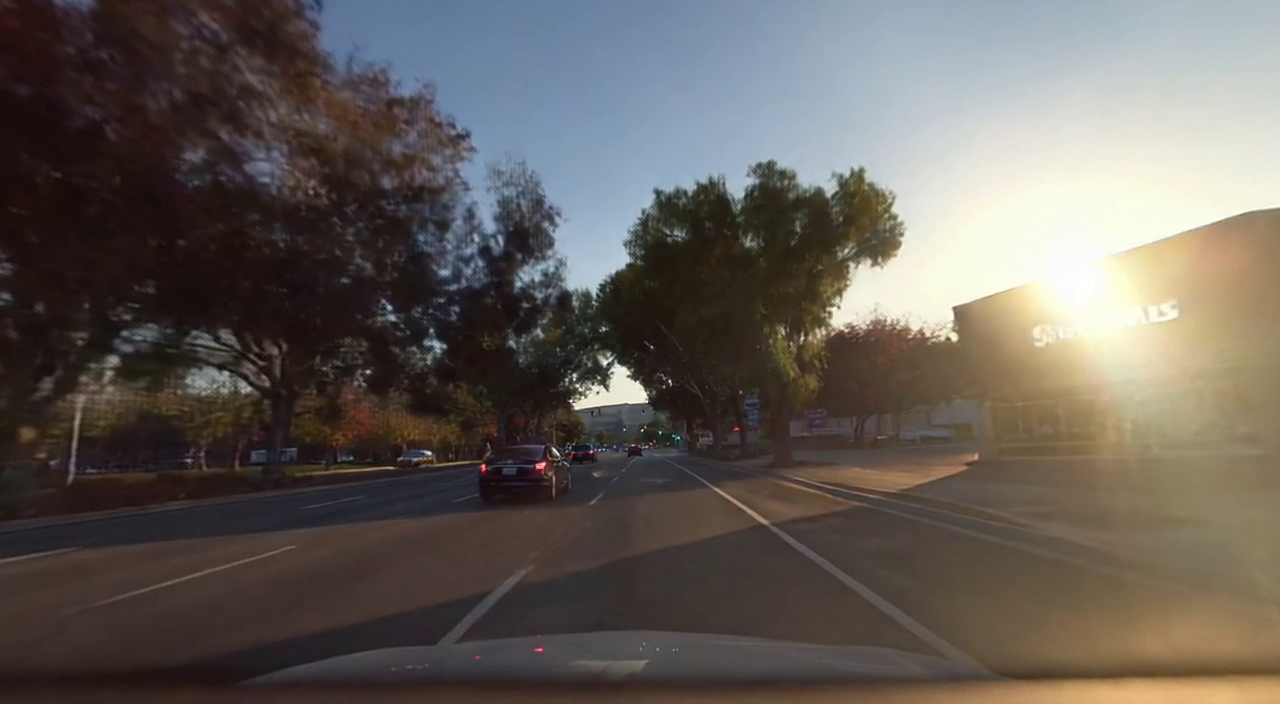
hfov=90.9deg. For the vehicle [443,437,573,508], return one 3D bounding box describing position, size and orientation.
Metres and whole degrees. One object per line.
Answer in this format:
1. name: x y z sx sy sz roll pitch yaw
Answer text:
1. vehicle: -3.033 2.883 15.553 2.152 1.479 4.394 0 -9 2
